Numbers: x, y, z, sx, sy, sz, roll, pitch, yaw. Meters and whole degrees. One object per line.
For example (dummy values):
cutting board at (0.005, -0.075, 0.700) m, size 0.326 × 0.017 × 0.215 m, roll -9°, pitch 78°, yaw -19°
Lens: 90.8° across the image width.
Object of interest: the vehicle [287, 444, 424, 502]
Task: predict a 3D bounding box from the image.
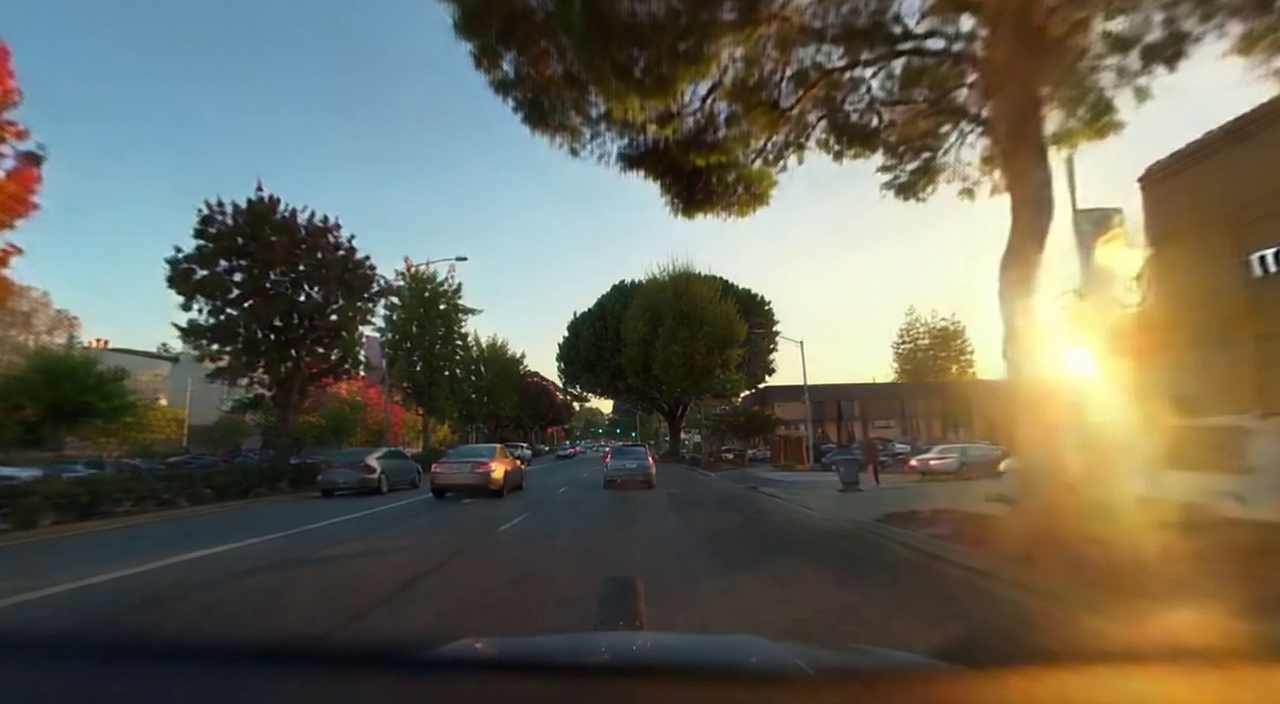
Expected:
vehicle at (-7.969, 3.409, 18.233) m, size 2.009 × 1.470 × 4.179 m, roll 0°, pitch -9°, yaw 0°

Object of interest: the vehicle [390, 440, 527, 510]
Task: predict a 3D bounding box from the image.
vehicle at (-4.281, 2.975, 15.833) m, size 1.973 × 1.456 × 4.850 m, roll 0°, pitch -9°, yaw 0°

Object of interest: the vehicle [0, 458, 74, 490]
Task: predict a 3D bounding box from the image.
vehicle at (-37.124, 7.151, 37.187) m, size 5.392 × 1.755 × 2.213 m, roll 0°, pitch -9°, yaw 1°

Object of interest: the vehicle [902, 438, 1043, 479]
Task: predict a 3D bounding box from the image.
vehicle at (13.099, 4.190, 25.005) m, size 4.619 × 1.523 × 1.873 m, roll 1°, pitch -9°, yaw -9°

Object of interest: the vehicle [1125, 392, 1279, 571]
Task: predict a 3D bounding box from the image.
vehicle at (8.992, 1.223, 6.990) m, size 5.543 × 1.743 × 2.232 m, roll -3°, pitch -9°, yaw -7°

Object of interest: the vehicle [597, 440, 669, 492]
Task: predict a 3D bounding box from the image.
vehicle at (-0.272, 3.577, 20.124) m, size 2.061 × 1.469 × 3.954 m, roll 0°, pitch -9°, yaw -2°

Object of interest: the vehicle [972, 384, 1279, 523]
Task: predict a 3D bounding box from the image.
vehicle at (9.076, 1.663, 10.733) m, size 5.518 × 1.898 × 2.188 m, roll -3°, pitch -9°, yaw -1°

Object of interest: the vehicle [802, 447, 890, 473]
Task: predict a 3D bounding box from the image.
vehicle at (13.226, 6.950, 40.744) m, size 4.877 × 1.603 × 2.197 m, roll 0°, pitch -9°, yaw 1°
